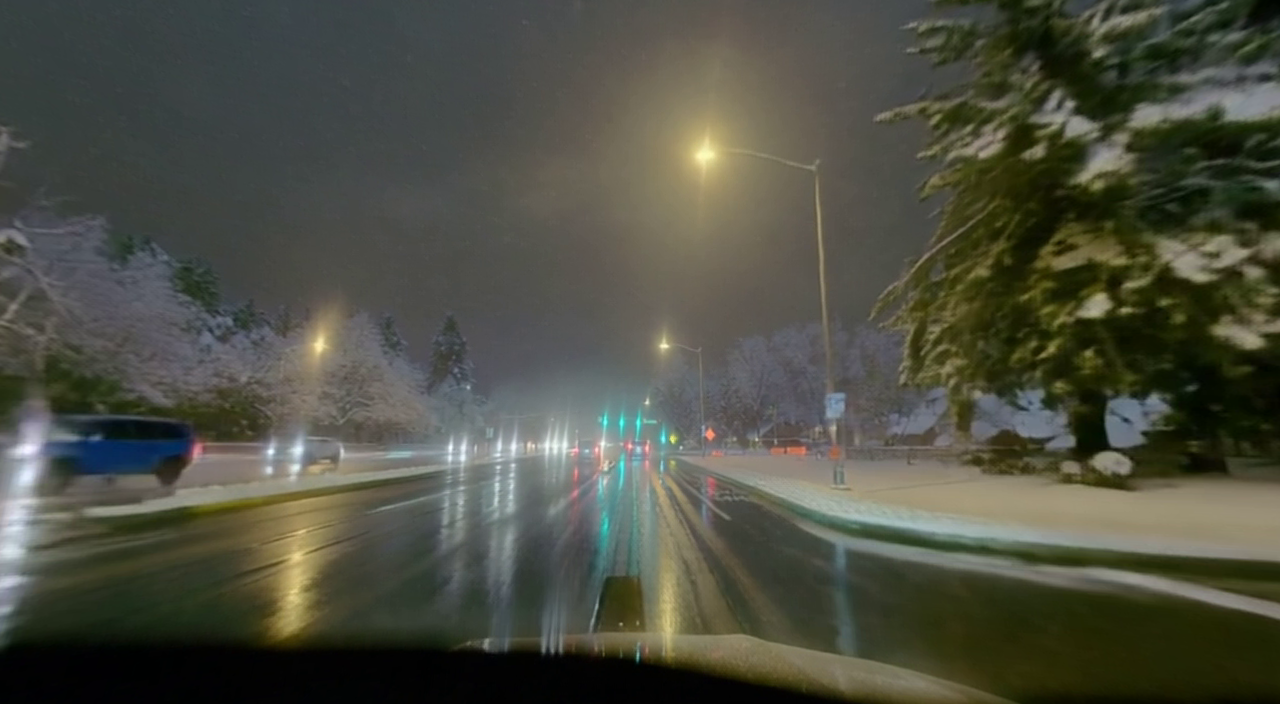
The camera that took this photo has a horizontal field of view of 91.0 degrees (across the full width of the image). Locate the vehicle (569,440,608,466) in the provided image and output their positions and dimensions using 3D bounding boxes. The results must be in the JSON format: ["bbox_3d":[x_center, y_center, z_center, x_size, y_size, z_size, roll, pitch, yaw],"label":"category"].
[{"bbox_3d":[-3.412,6.854,42.746,2.198,1.663,4.519,0,-9,1],"label":"vehicle"}]

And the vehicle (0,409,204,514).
[{"bbox_3d":[-11.105,2.075,12.328,2.014,1.674,4.337,0,-9,0],"label":"vehicle"}]

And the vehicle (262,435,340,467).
[{"bbox_3d":[-20.787,6.091,38.873,2.046,1.823,4.753,0,-9,1],"label":"vehicle"}]
